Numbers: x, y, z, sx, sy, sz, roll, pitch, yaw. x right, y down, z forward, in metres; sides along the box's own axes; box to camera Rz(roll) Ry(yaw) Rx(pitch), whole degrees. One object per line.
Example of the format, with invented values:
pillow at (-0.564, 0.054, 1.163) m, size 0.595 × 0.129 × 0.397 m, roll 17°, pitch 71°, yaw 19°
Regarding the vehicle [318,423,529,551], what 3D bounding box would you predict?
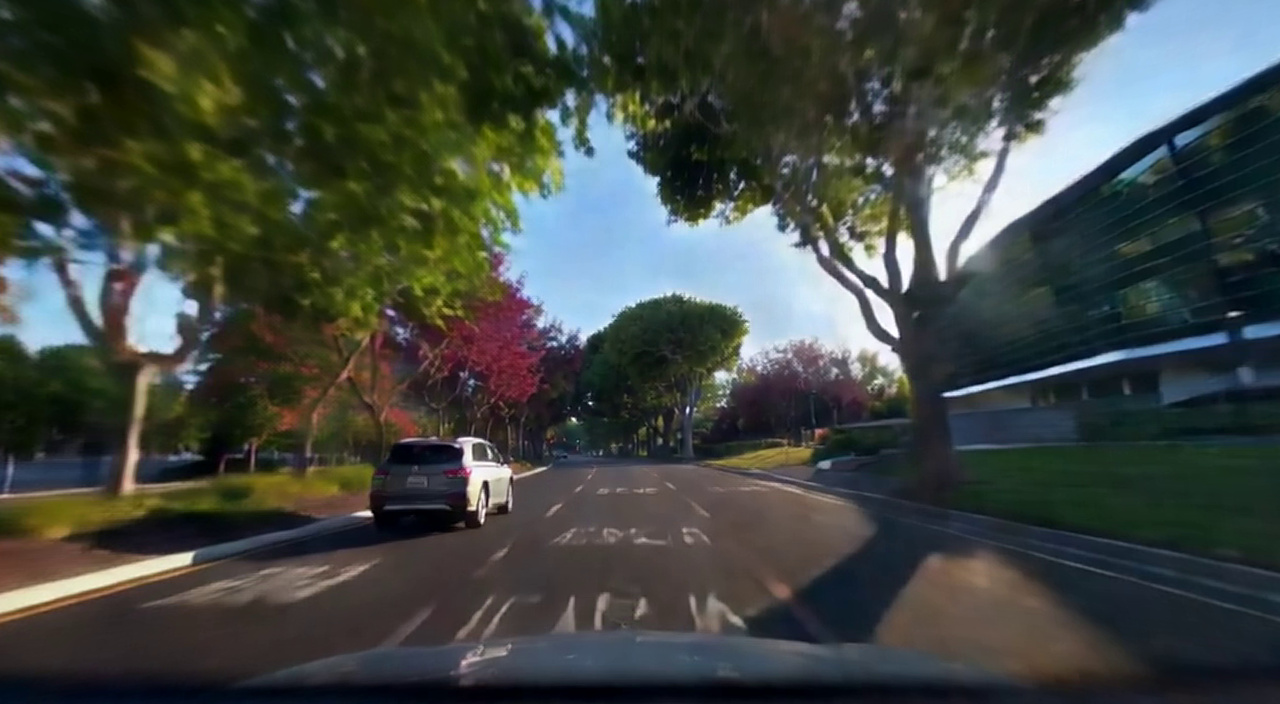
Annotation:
vehicle at (-3.322, 2.168, 10.864) m, size 2.067 × 1.700 × 4.561 m, roll 0°, pitch -8°, yaw -1°
